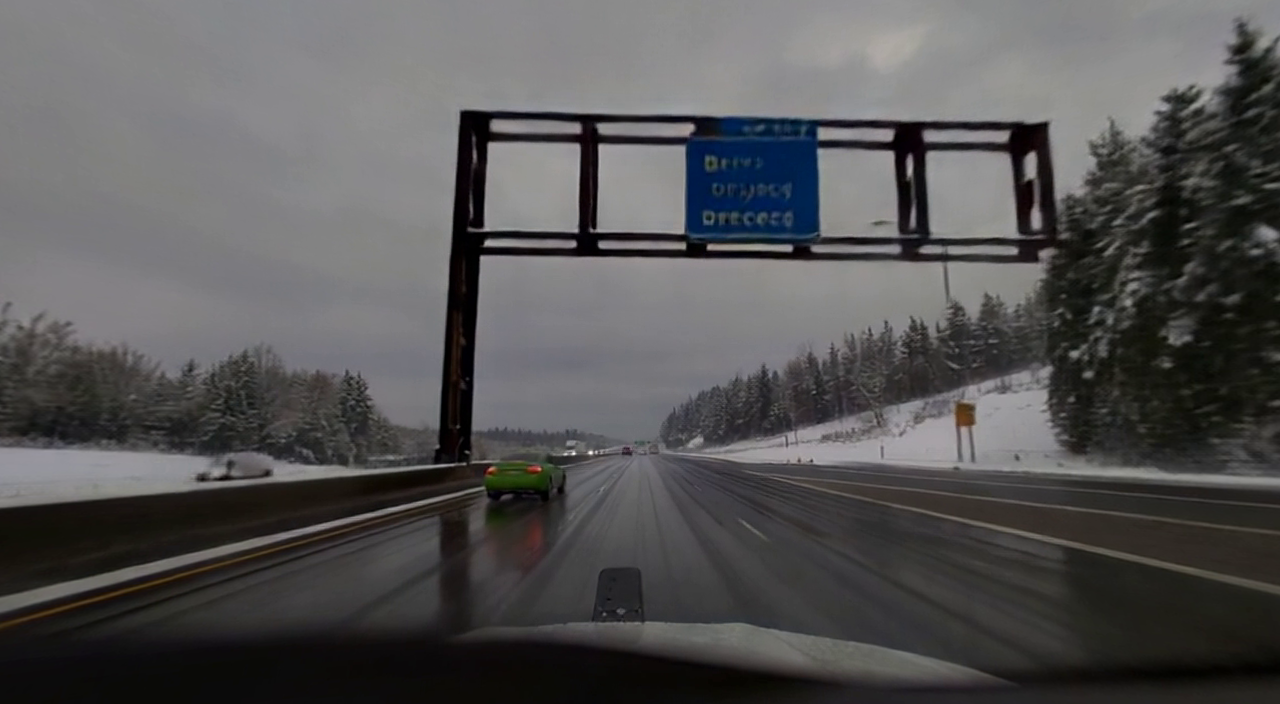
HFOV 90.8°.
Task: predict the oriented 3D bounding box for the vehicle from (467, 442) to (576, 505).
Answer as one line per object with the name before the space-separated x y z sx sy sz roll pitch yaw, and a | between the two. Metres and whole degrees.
vehicle | -3.193 3.389 18.010 2.180 1.537 4.459 0 -9 1

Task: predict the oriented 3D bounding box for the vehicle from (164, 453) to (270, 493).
vehicle | -22.319 6.386 33.627 2.063 1.909 5.073 0 -9 1

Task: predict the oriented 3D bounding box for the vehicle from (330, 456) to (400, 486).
vehicle | -14.686 6.330 33.927 1.865 1.463 4.048 0 -9 1
